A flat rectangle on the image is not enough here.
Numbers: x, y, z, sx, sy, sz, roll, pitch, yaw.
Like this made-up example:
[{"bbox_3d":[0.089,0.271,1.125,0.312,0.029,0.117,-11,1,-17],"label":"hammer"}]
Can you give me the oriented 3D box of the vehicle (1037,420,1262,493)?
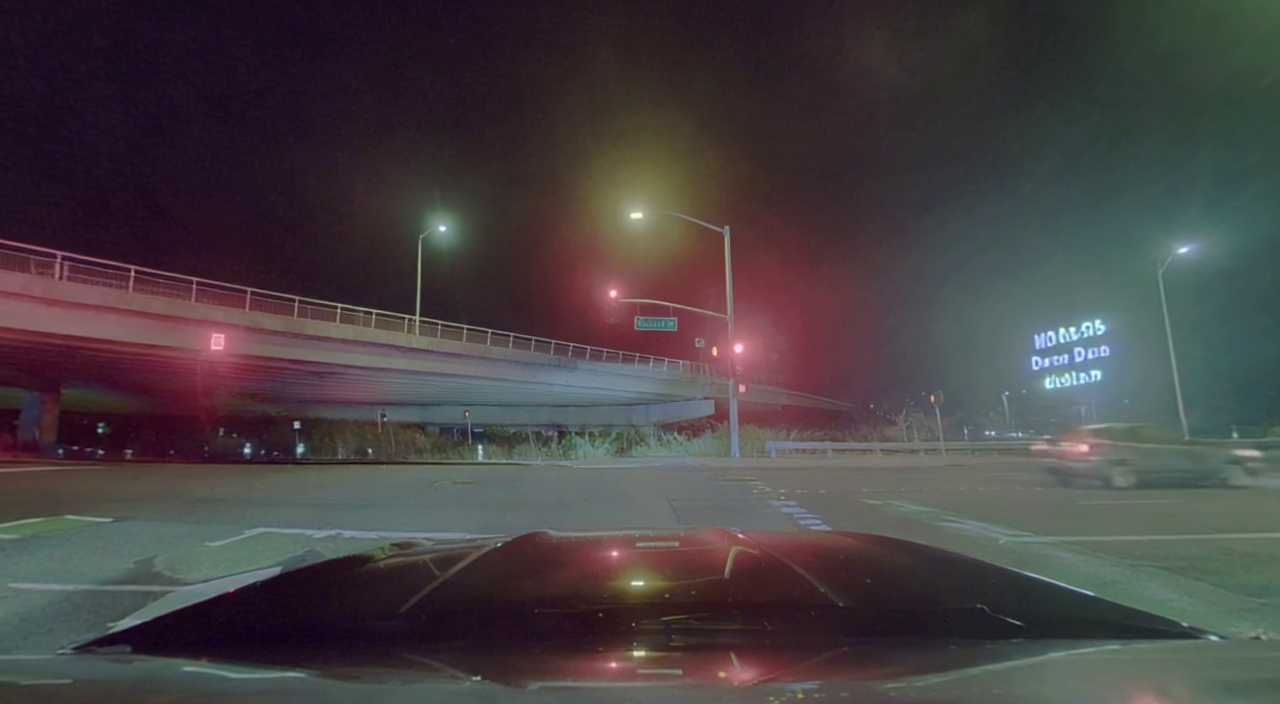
[{"bbox_3d":[12.245,2.510,15.367,3.897,1.637,1.832,0,-9,-3],"label":"vehicle"}]
